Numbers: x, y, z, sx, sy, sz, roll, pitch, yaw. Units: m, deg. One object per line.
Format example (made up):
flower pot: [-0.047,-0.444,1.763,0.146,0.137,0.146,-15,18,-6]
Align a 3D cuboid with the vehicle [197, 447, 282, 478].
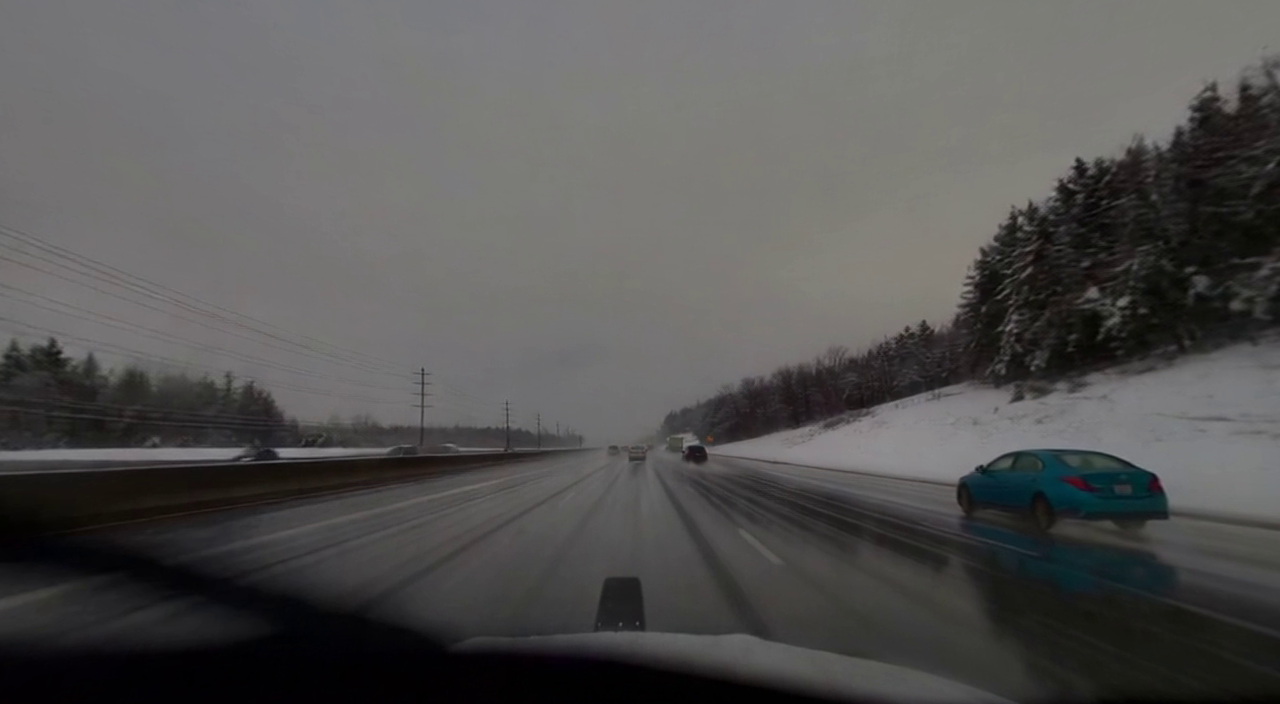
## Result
vehicle: [-23.520,6.464,37.191,1.962,1.642,4.490,0,-8,1]

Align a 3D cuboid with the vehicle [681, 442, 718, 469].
vehicle: [4.108,7.209,44.137,2.159,1.782,4.673,0,-8,0]

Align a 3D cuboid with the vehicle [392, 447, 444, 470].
vehicle: [-15.884,7.622,45.313,1.905,1.556,4.773,0,-9,2]

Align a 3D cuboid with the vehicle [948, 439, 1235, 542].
vehicle: [8.103,2.489,12.097,1.970,1.545,4.818,0,-8,0]
